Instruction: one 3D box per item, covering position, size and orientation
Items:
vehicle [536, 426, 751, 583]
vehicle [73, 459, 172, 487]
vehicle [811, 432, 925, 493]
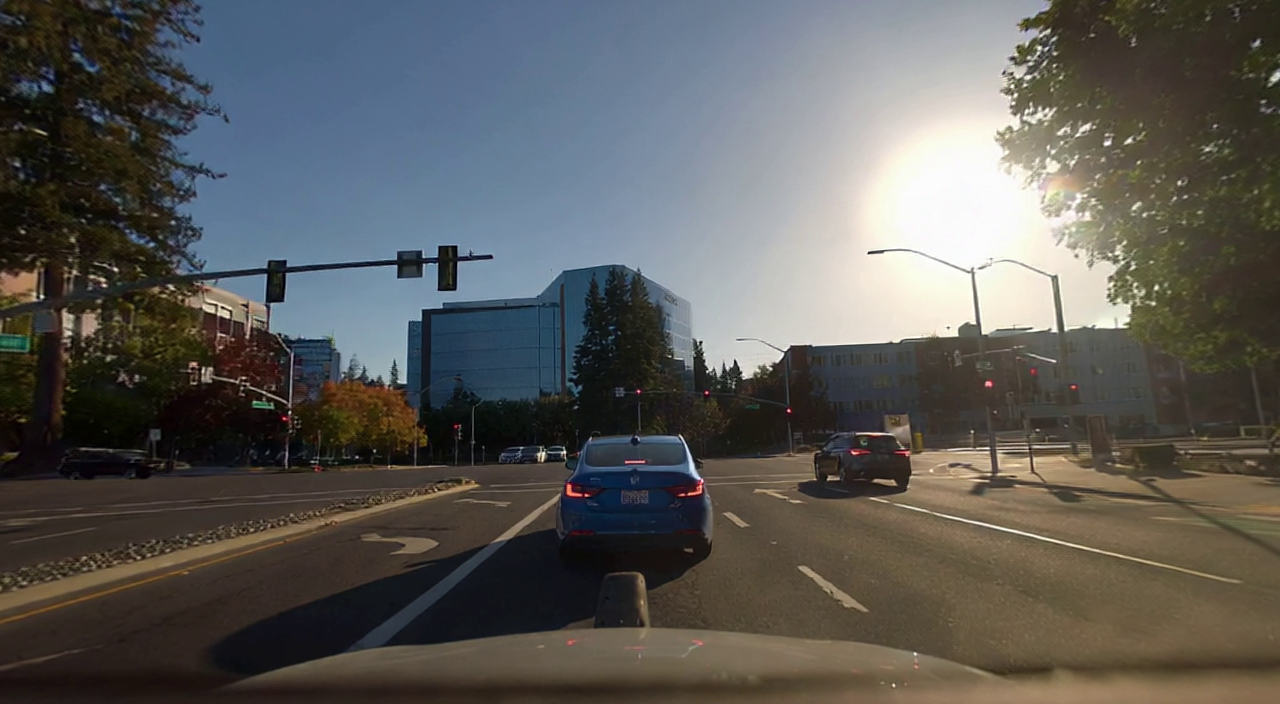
[{"bbox_3d":[-0.022,1.783,8.267,2.070,1.488,4.206,0,-8,-2],"label":"vehicle"},{"bbox_3d":[-32.399,7.561,39.644,4.401,1.625,1.863,0,-8,-4],"label":"vehicle"},{"bbox_3d":[7.049,3.440,20.061,2.039,1.692,4.319,0,-8,1],"label":"vehicle"}]
